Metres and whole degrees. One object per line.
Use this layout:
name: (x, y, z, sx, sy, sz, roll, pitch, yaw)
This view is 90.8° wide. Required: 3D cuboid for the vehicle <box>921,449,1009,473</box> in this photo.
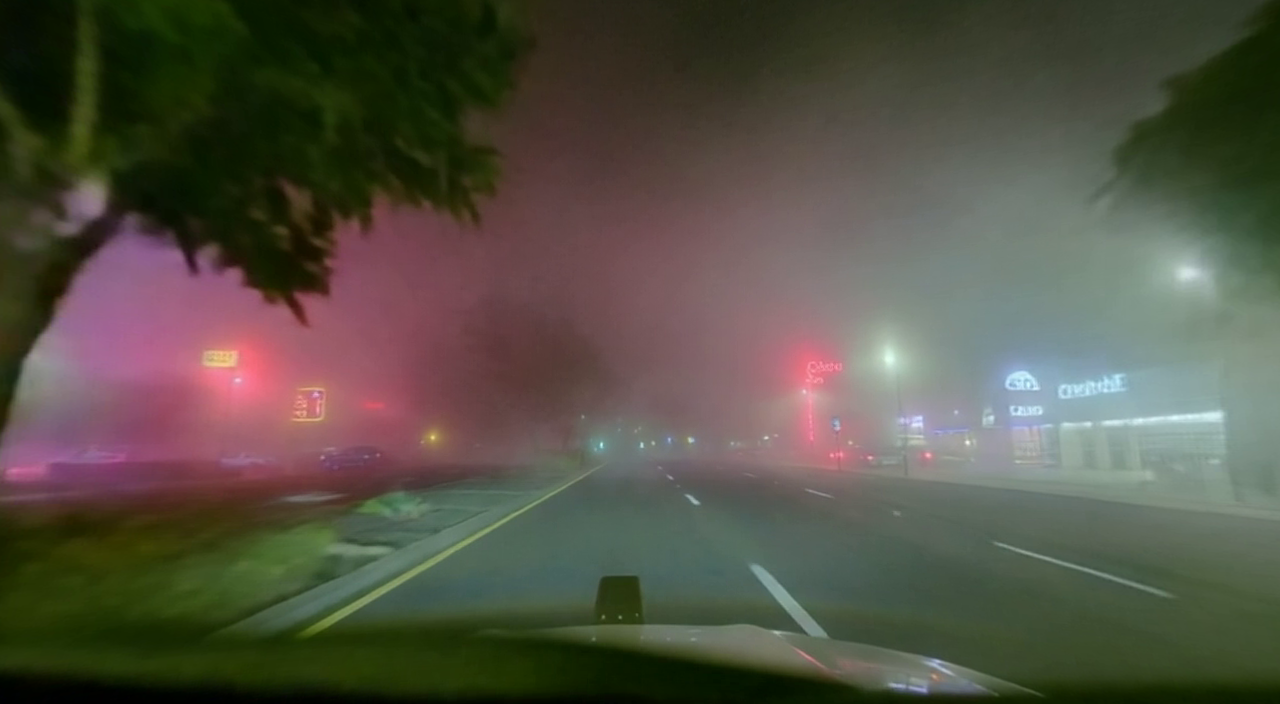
vehicle: (20.705, 6.940, 40.374, 4.500, 1.456, 1.962, -1, -8, 2)
